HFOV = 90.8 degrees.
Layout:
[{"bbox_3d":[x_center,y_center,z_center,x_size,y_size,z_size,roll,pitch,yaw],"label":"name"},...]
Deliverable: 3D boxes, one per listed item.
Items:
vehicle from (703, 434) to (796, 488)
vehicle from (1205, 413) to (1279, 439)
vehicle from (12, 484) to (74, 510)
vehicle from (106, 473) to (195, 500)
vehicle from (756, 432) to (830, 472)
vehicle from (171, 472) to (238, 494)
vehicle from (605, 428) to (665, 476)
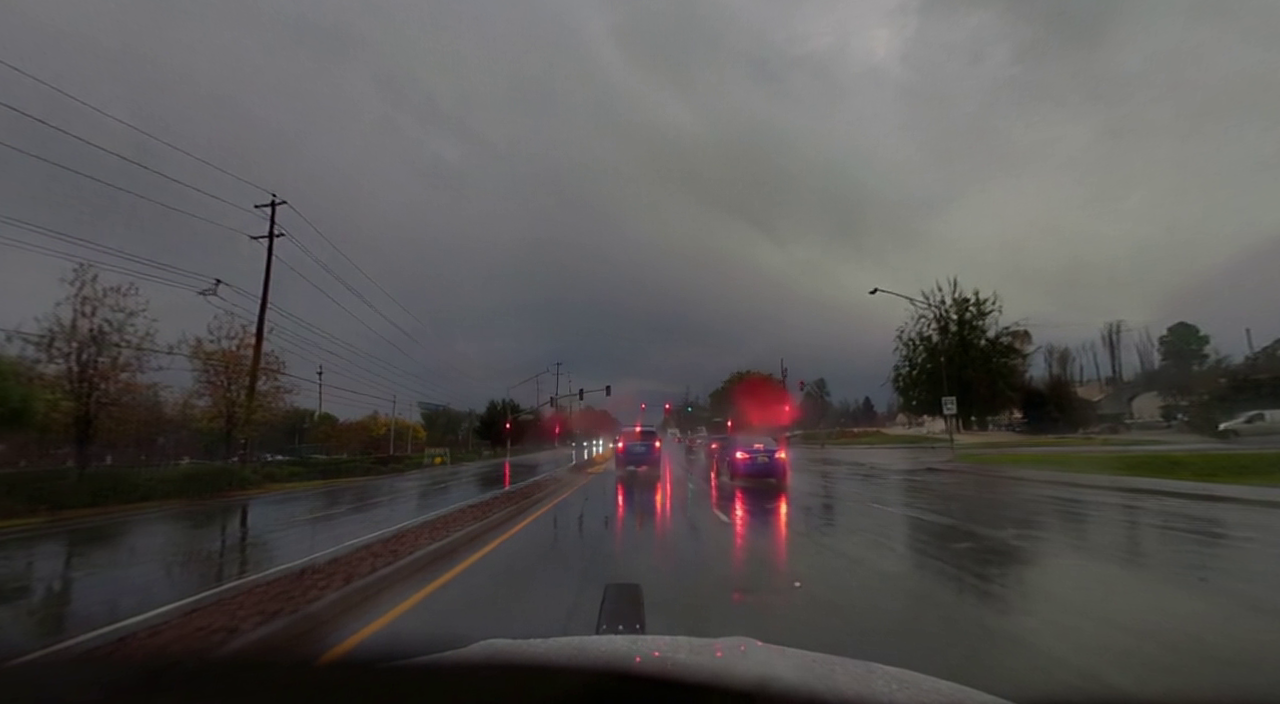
[{"bbox_3d":[3.231,3.346,19.650,1.984,1.462,4.513,0,-9,-1],"label":"vehicle"},{"bbox_3d":[47.825,5.632,47.800,7.088,1.918,2.678,-5,-9,34],"label":"vehicle"},{"bbox_3d":[-44.355,10.758,47.036,1.803,1.493,4.025,3,-8,-20],"label":"vehicle"},{"bbox_3d":[-33.225,9.155,42.989,4.224,1.614,2.123,0,-9,-3],"label":"vehicle"},{"bbox_3d":[6.886,4.572,29.013,2.198,1.678,4.419,0,-9,-2],"label":"vehicle"},{"bbox_3d":[-33.576,10.108,48.773,3.637,1.483,2.007,1,-7,0],"label":"vehicle"},{"bbox_3d":[-0.230,4.169,26.552,2.300,1.821,4.254,0,-9,-1],"label":"vehicle"}]
